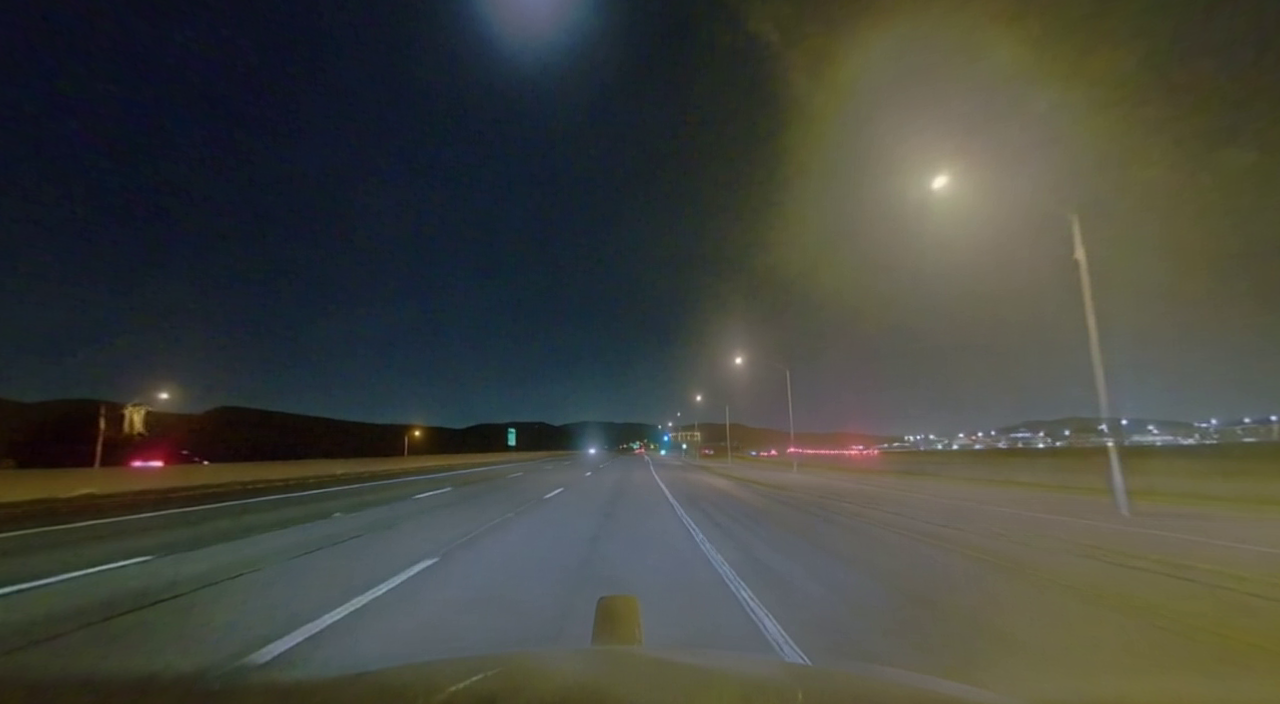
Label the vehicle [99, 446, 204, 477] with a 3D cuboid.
[{"bbox_3d":[-26.631,5.960,34.675,1.923,1.563,4.762,0,-9,1],"label":"vehicle"}]
